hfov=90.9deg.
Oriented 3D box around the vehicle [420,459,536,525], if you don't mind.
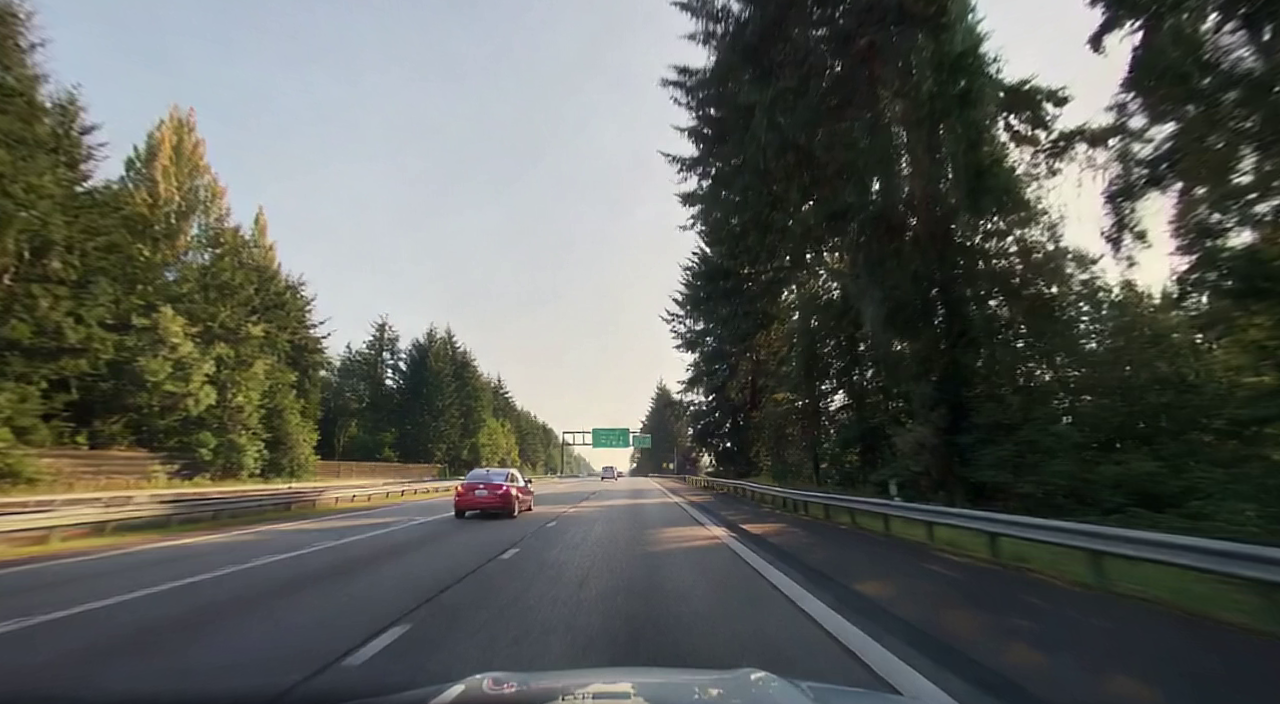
[{"bbox_3d":[-4.135,3.662,16.819,1.954,1.509,4.094,0,-10,1],"label":"vehicle"}]
